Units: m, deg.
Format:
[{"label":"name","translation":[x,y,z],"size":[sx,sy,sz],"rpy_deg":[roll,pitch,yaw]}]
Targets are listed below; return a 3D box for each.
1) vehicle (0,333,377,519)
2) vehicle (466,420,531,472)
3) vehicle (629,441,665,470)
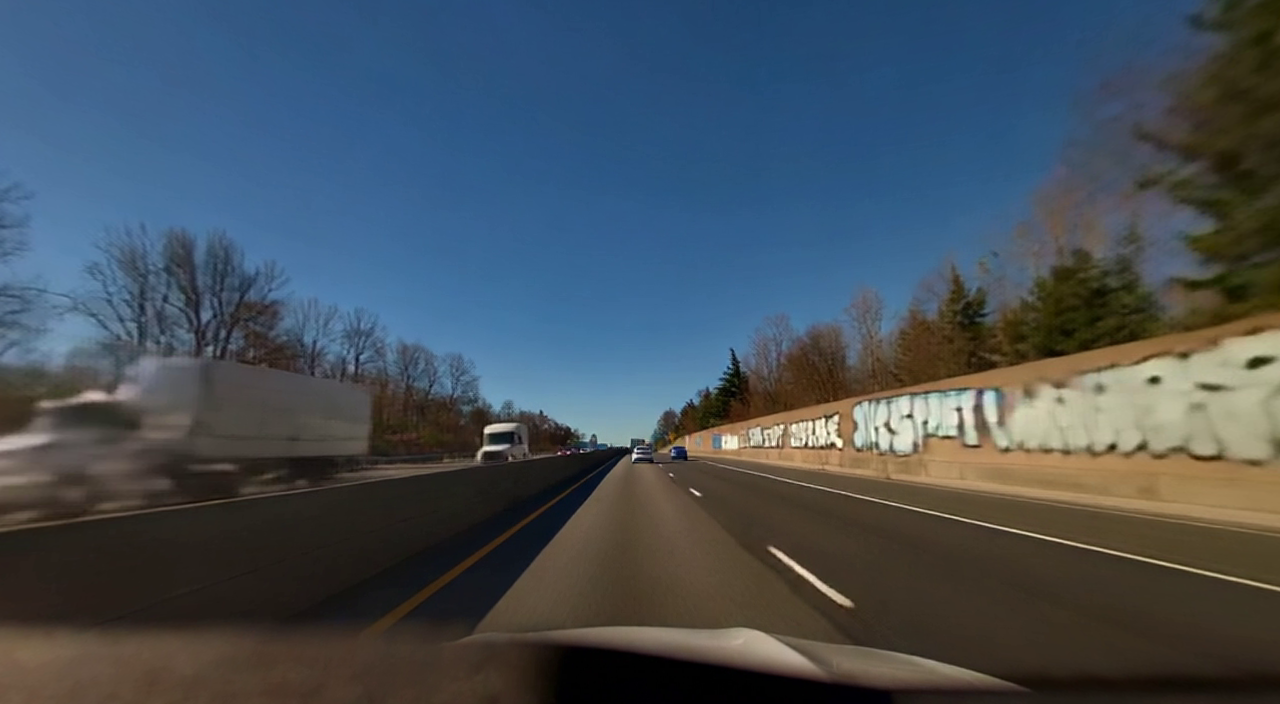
[{"label":"vehicle","translation":[-13.499,2.686,20.920],"size":[3.286,4.083,14.078],"rpy_deg":[-1,-9,0]},{"label":"vehicle","translation":[-9.001,6.095,40.605],"size":[2.686,3.050,6.421],"rpy_deg":[-1,-9,1]},{"label":"vehicle","translation":[0.388,6.301,38.318],"size":[2.095,1.671,4.219],"rpy_deg":[0,-9,-1]}]
